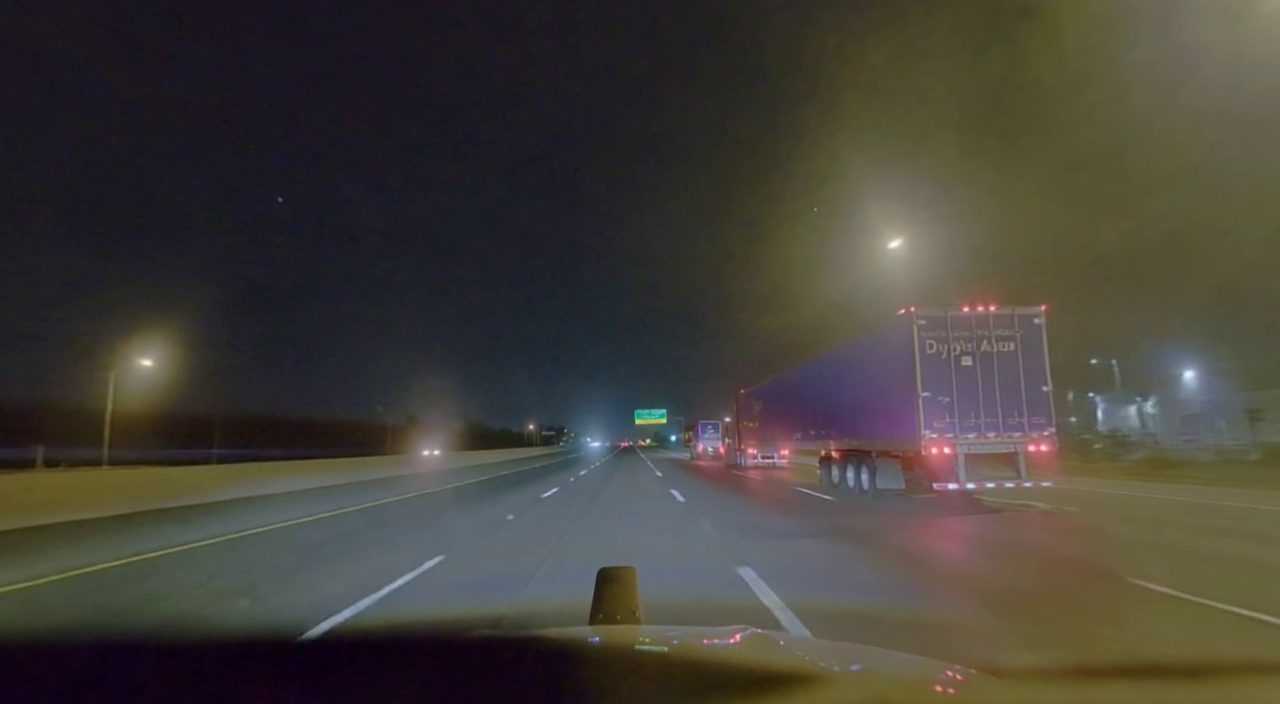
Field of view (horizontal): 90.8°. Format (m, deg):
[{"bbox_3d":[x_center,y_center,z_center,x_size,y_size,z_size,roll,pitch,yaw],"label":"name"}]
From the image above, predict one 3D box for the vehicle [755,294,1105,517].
[{"bbox_3d":[6.546,2.070,19.280,2.962,3.947,16.241,0,-8,0],"label":"vehicle"}]
